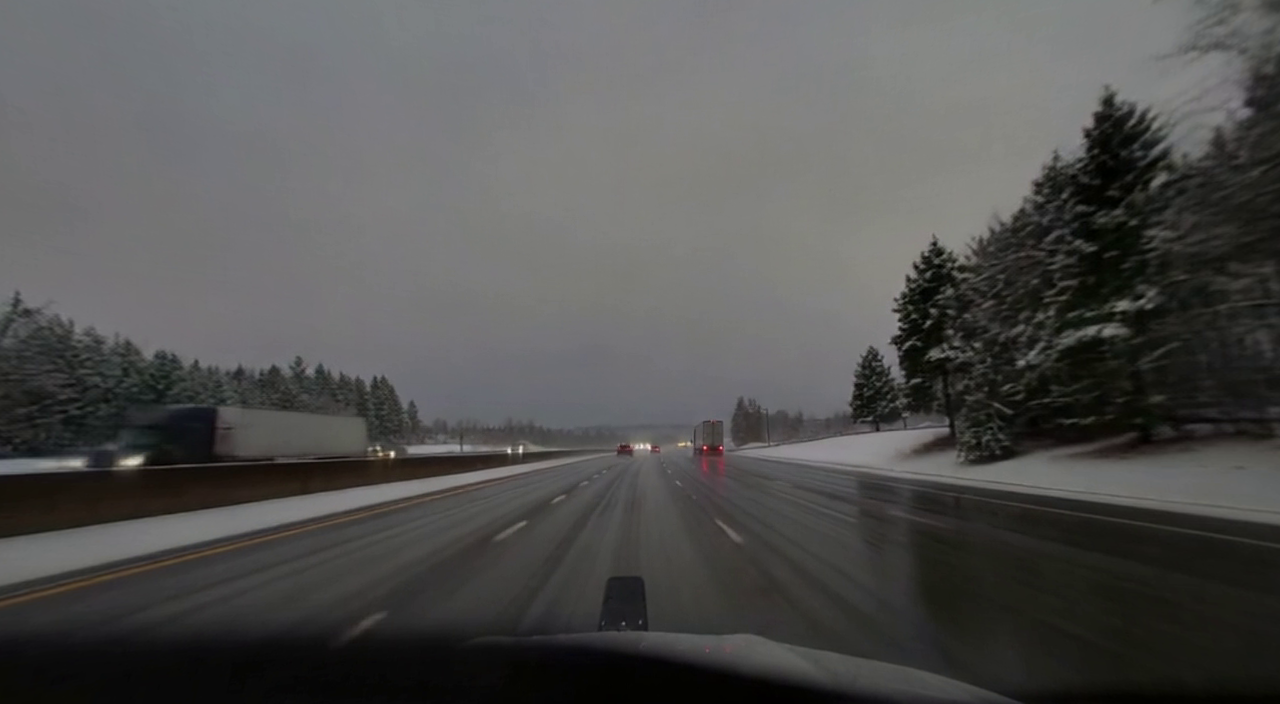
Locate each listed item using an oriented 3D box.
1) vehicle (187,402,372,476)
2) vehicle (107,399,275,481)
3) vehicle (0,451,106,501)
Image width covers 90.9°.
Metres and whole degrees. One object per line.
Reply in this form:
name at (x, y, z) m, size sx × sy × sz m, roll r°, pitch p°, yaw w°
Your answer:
vehicle at (-24.474, 6.287, 44.999) m, size 2.922 × 4.226 × 16.885 m, roll 0°, pitch -8°, yaw 2°
vehicle at (-24.583, 4.950, 35.321) m, size 3.067 × 4.012 × 8.258 m, roll 0°, pitch -8°, yaw 1°
vehicle at (-20.769, 4.113, 21.293) m, size 1.818 × 1.508 × 4.118 m, roll 0°, pitch -8°, yaw 1°
